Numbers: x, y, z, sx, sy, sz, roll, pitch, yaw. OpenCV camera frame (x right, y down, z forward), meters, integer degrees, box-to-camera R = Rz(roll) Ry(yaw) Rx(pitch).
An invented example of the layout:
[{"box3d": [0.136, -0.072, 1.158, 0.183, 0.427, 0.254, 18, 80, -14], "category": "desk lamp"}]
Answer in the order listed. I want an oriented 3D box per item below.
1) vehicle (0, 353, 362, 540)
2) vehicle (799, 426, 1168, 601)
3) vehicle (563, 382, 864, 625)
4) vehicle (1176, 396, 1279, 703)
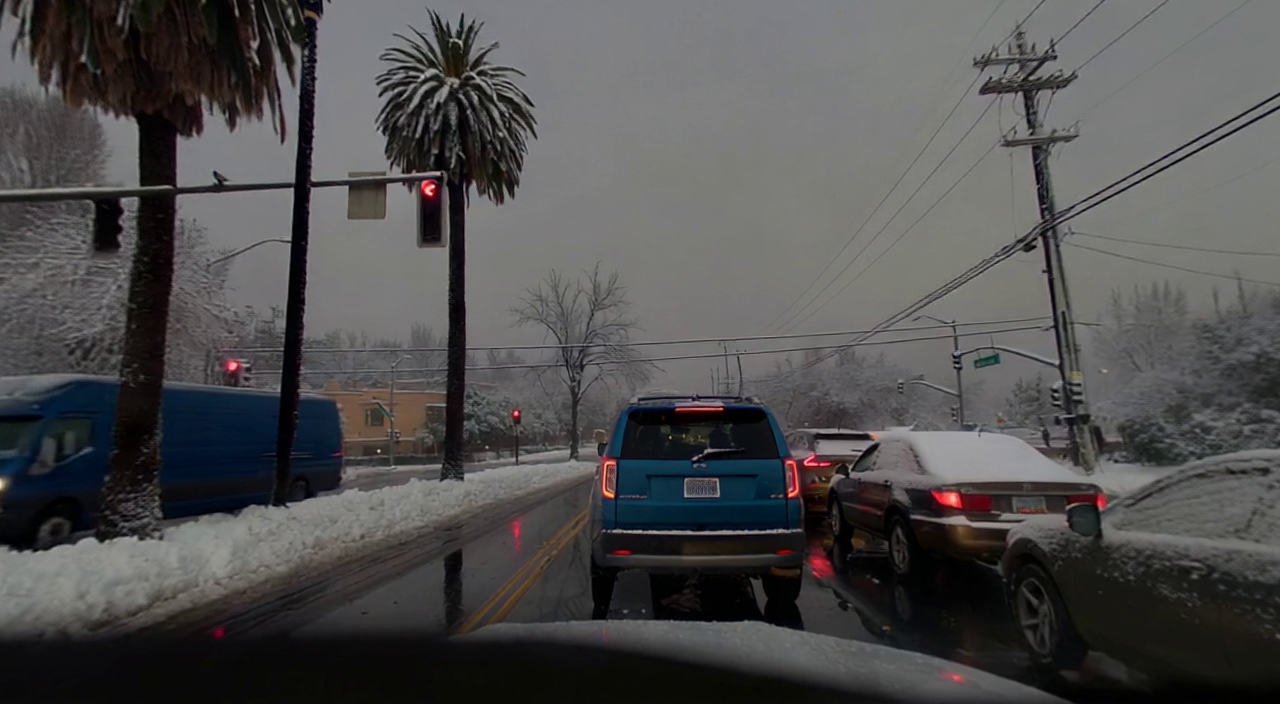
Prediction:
[{"box3d": [-13.413, 2.832, 19.095, 2.973, 3.889, 11.535, -2, -9, 10], "category": "vehicle"}, {"box3d": [3.448, 1.686, 7.504, 1.895, 1.456, 4.255, 0, -9, -2], "category": "vehicle"}, {"box3d": [0.470, 1.438, 6.883, 2.228, 1.780, 4.269, 0, -9, -2], "category": "vehicle"}, {"box3d": [3.366, 0.648, 0.660, 1.805, 1.485, 4.348, 0, -9, 1], "category": "vehicle"}]
